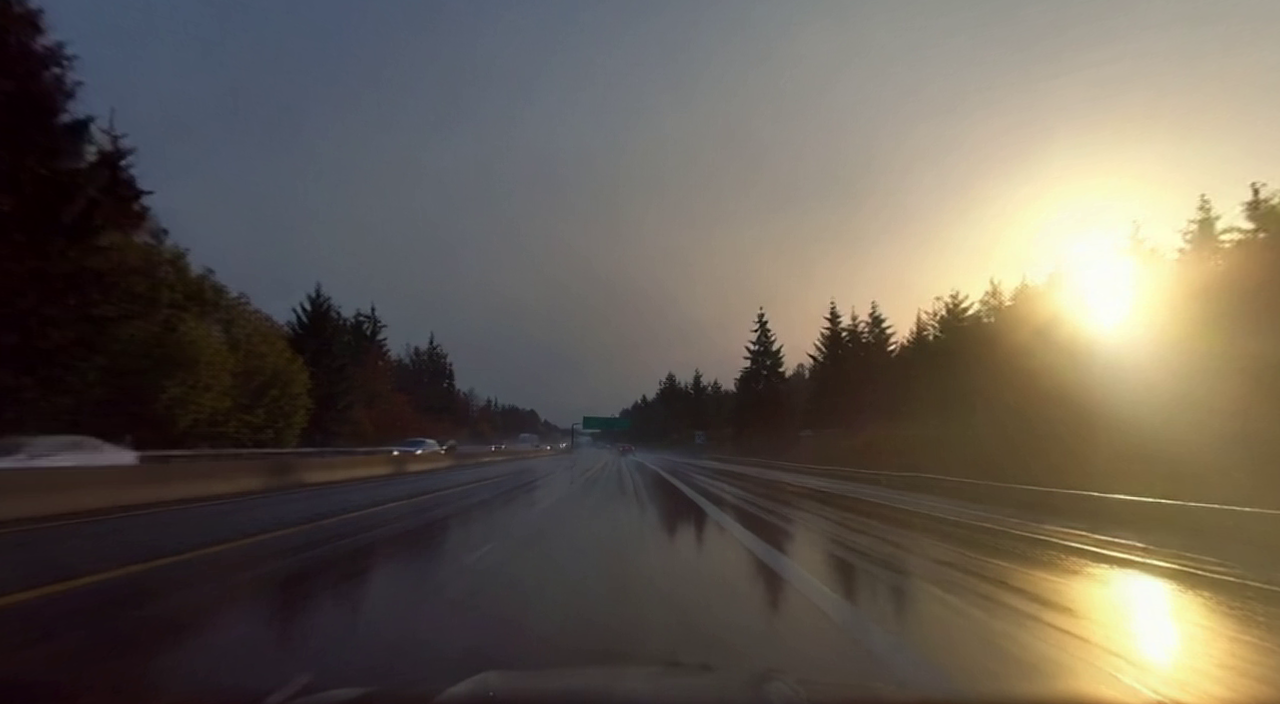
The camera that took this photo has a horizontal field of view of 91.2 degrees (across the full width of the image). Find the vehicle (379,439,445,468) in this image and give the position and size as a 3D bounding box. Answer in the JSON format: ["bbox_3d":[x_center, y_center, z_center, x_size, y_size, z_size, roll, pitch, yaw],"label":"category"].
[{"bbox_3d":[-13.192,5.934,36.610,2.021,1.545,4.889,0,-9,-1],"label":"vehicle"}]

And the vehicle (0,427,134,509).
[{"bbox_3d":[-12.916,2.293,12.477,1.853,1.506,4.630,0,-9,-1],"label":"vehicle"}]
